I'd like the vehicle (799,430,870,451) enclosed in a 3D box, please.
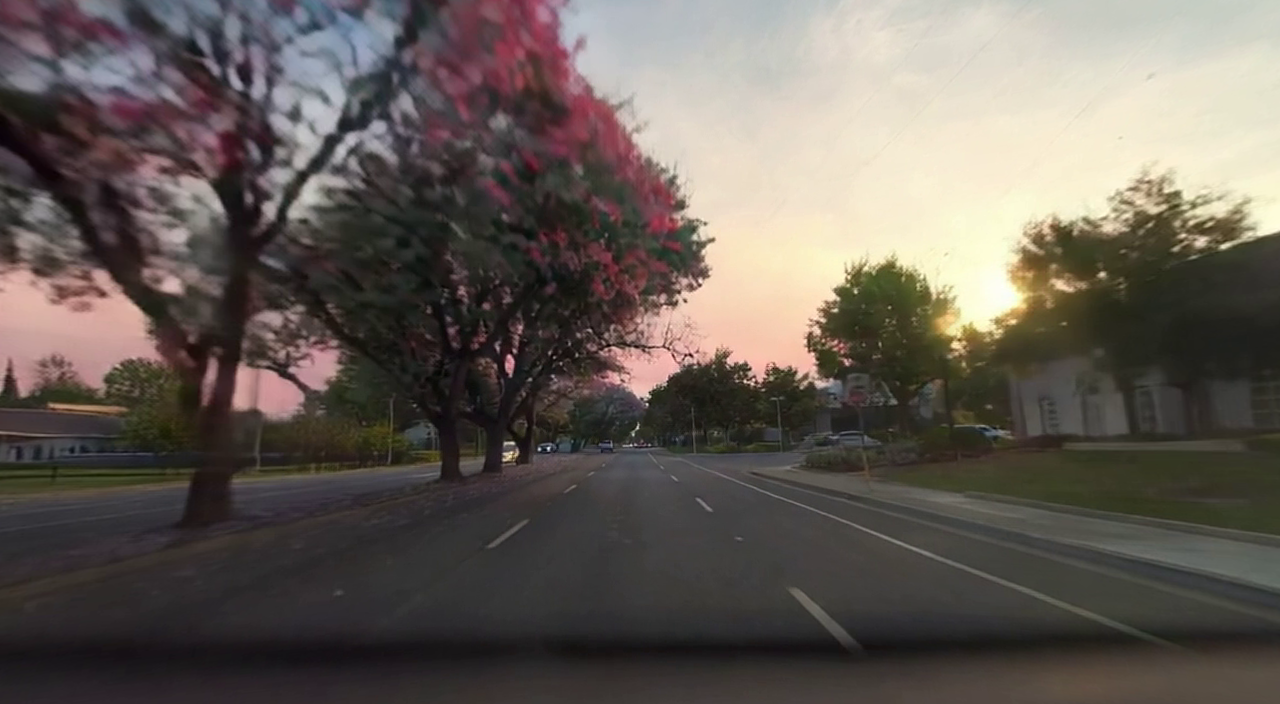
[{"bbox_3d":[15.204,6.954,49.537,4.877,1.592,1.913,0,-8,2],"label":"vehicle"}]
